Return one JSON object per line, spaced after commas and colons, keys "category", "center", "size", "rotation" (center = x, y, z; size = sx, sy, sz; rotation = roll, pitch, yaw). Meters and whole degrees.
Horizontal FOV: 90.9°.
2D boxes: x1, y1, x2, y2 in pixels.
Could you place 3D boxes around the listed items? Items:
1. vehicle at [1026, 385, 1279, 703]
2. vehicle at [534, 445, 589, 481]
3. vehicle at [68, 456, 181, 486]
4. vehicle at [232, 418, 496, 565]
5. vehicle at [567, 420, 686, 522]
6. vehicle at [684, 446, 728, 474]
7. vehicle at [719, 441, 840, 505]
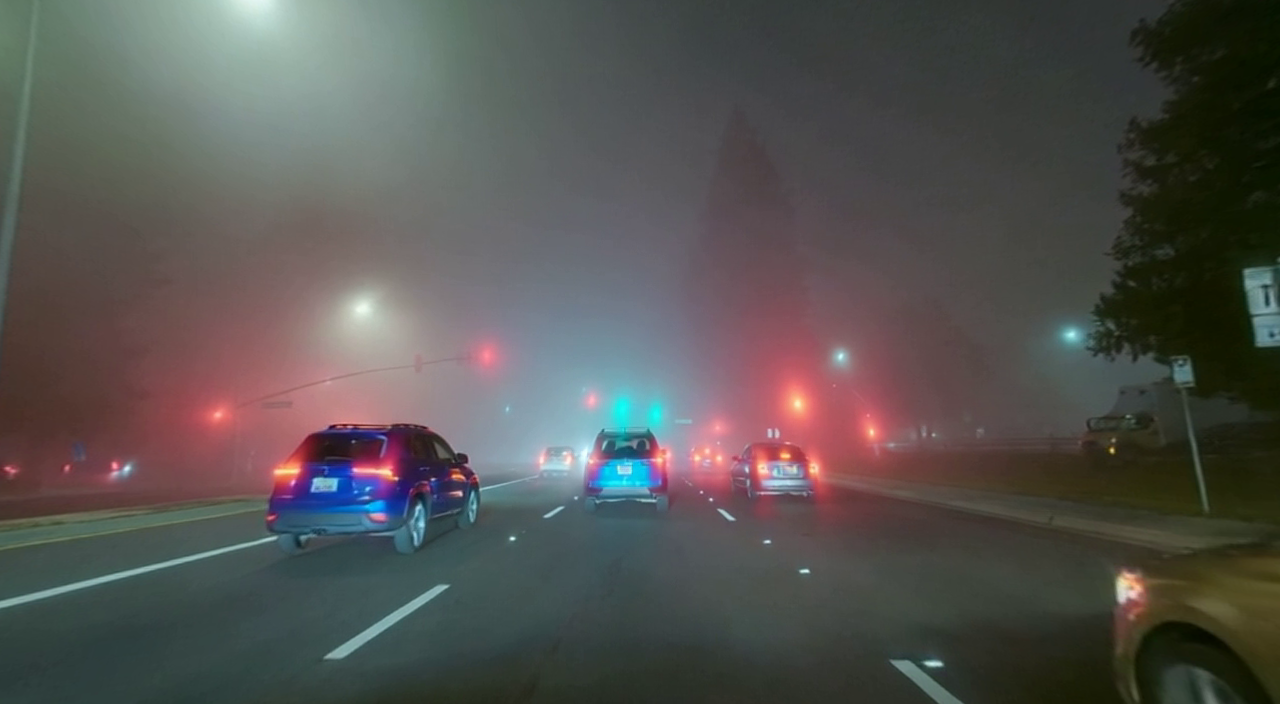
{"category": "vehicle", "center": [2.996, 0.706, 0.991], "size": [1.976, 1.491, 4.427], "rotation": [0, -8, 0]}
{"category": "vehicle", "center": [-3.456, 4.953, 28.496], "size": [1.897, 1.479, 4.204], "rotation": [0, -8, 1]}
{"category": "vehicle", "center": [-33.990, 7.827, 41.687], "size": [5.352, 1.850, 2.276], "rotation": [0, -8, -2]}
{"category": "vehicle", "center": [-3.743, 1.957, 9.609], "size": [2.039, 1.709, 4.265], "rotation": [0, -8, 1]}
{"category": "vehicle", "center": [-0.242, 2.474, 13.647], "size": [2.132, 1.816, 4.471], "rotation": [0, -8, 0]}
{"category": "vehicle", "center": [3.628, 6.003, 35.305], "size": [1.996, 1.443, 4.270], "rotation": [0, -8, -1]}
{"category": "vehicle", "center": [3.640, 3.237, 17.416], "size": [2.036, 1.480, 4.659], "rotation": [0, -8, -3]}
